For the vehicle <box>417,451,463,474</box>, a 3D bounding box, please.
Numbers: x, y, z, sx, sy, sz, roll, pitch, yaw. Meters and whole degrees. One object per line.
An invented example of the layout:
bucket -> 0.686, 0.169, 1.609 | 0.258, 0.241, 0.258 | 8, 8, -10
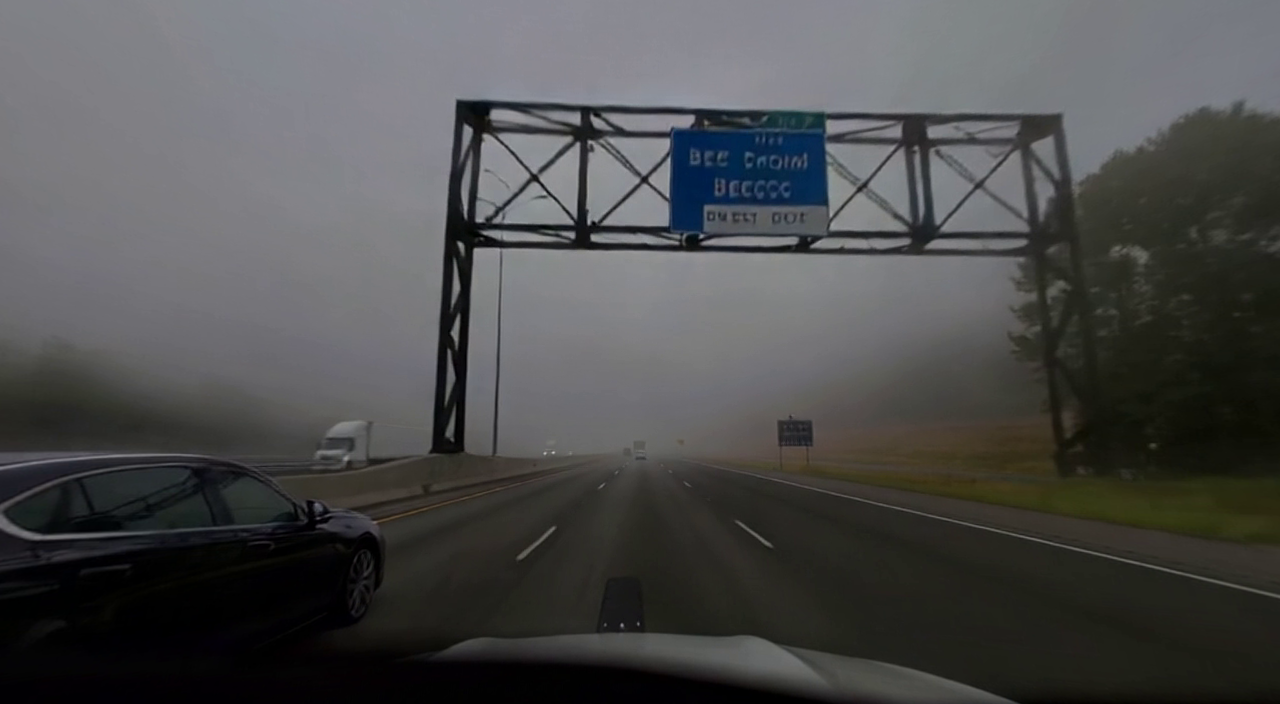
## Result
vehicle -> -14.892, 8.270, 47.318 | 1.944, 1.603, 4.591 | 0, -9, 0

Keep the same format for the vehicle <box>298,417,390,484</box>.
vehicle -> -18.688, 6.262, 40.297 | 2.880, 3.889, 5.961 | 0, -9, 0
